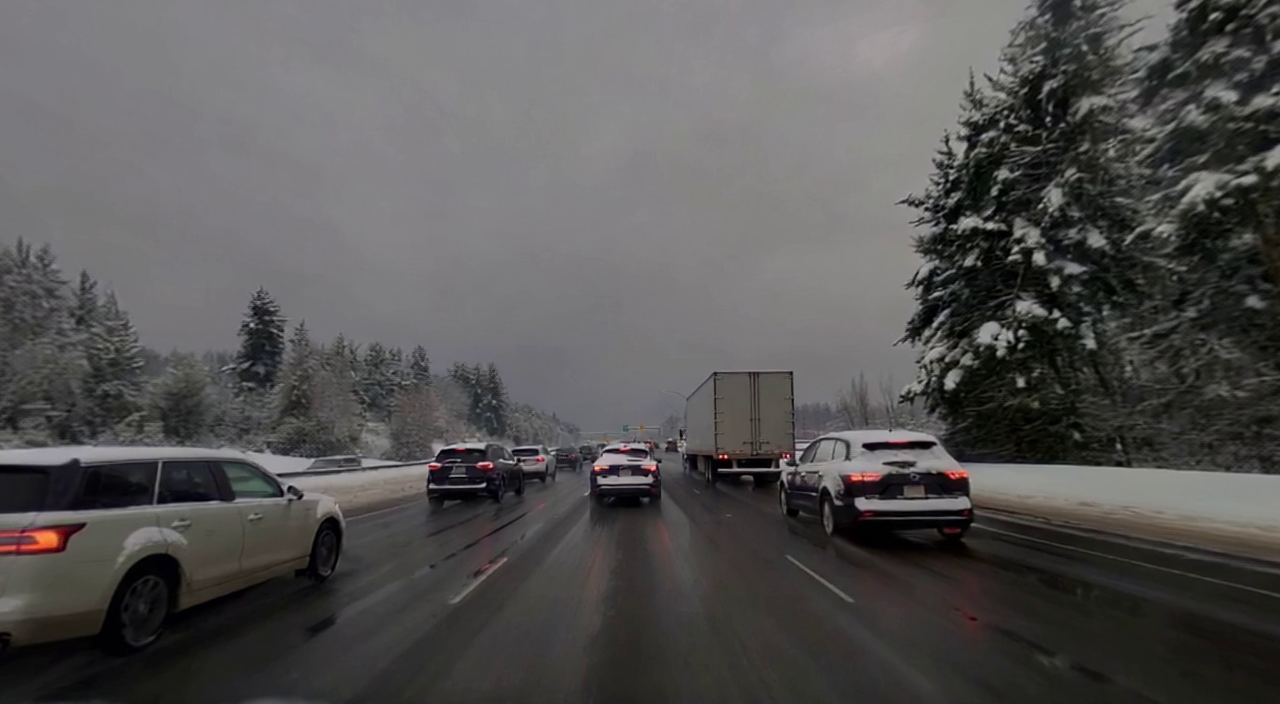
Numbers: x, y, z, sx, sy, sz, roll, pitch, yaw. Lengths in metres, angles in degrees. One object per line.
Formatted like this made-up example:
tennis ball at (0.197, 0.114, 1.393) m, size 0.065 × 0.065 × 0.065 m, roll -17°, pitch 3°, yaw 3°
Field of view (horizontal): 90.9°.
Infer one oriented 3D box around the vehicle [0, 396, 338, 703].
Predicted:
vehicle at (-4.290, 1.309, 5.012) m, size 1.789 × 1.620 × 3.841 m, roll 0°, pitch -9°, yaw 1°

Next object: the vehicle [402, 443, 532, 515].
vehicle at (-4.034, 3.031, 15.534) m, size 1.923 × 1.503 × 4.293 m, roll 0°, pitch -9°, yaw 1°

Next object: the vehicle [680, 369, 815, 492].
vehicle at (4.098, 3.807, 28.976) m, size 3.186 × 4.111 × 15.553 m, roll 0°, pitch -9°, yaw -1°

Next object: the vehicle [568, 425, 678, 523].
vehicle at (-0.324, 2.599, 13.866) m, size 2.037 × 1.792 × 4.194 m, roll 0°, pitch -9°, yaw 0°

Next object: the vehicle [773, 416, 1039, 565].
vehicle at (3.672, 2.009, 9.906) m, size 2.076 × 1.751 × 4.666 m, roll 0°, pitch -9°, yaw -1°

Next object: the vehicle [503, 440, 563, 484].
vehicle at (-4.655, 4.856, 28.000) m, size 1.959 × 1.808 × 3.790 m, roll 0°, pitch -9°, yaw 1°
